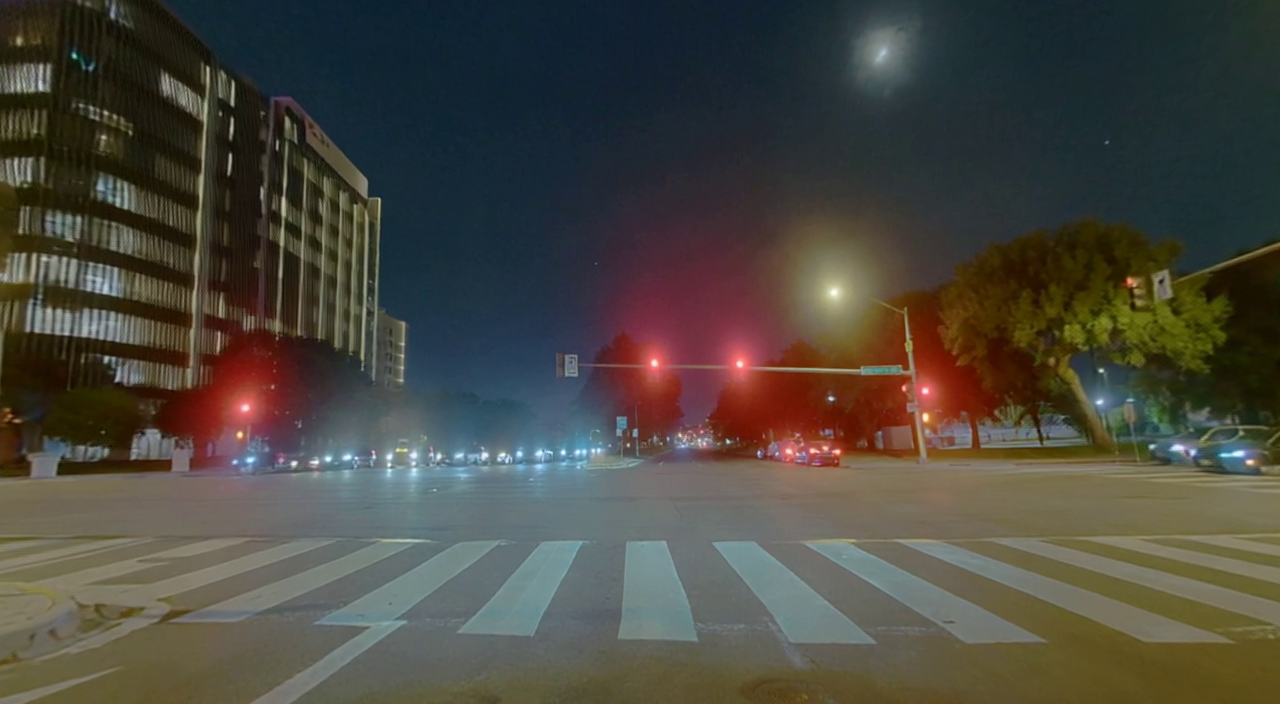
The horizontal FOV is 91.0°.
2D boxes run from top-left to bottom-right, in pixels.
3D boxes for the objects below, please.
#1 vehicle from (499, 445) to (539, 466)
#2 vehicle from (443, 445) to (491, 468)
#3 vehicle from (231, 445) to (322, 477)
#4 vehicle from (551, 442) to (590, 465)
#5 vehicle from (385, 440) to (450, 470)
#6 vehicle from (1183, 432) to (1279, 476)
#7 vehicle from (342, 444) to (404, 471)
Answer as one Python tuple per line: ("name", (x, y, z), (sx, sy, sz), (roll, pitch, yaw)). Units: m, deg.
("vehicle", (-8.111, 7.004, 42.603), (1.910, 1.321, 3.692), (0, -9, 1))
("vehicle", (-11.637, 7.077, 42.698), (1.911, 1.476, 4.297), (-1, -9, 2))
("vehicle", (-22.583, 6.756, 39.392), (2.032, 1.839, 4.884), (-2, -9, 13))
("vehicle", (-4.529, 6.710, 41.679), (1.954, 1.431, 4.050), (-1, -9, 2))
("vehicle", (-15.148, 7.033, 43.162), (2.340, 1.946, 5.450), (0, -9, 2))
("vehicle", (22.310, 3.586, 22.235), (4.474, 1.477, 1.908), (0, -9, -3))
("vehicle", (-18.563, 7.341, 44.007), (2.237, 1.801, 4.541), (0, -9, 1))
